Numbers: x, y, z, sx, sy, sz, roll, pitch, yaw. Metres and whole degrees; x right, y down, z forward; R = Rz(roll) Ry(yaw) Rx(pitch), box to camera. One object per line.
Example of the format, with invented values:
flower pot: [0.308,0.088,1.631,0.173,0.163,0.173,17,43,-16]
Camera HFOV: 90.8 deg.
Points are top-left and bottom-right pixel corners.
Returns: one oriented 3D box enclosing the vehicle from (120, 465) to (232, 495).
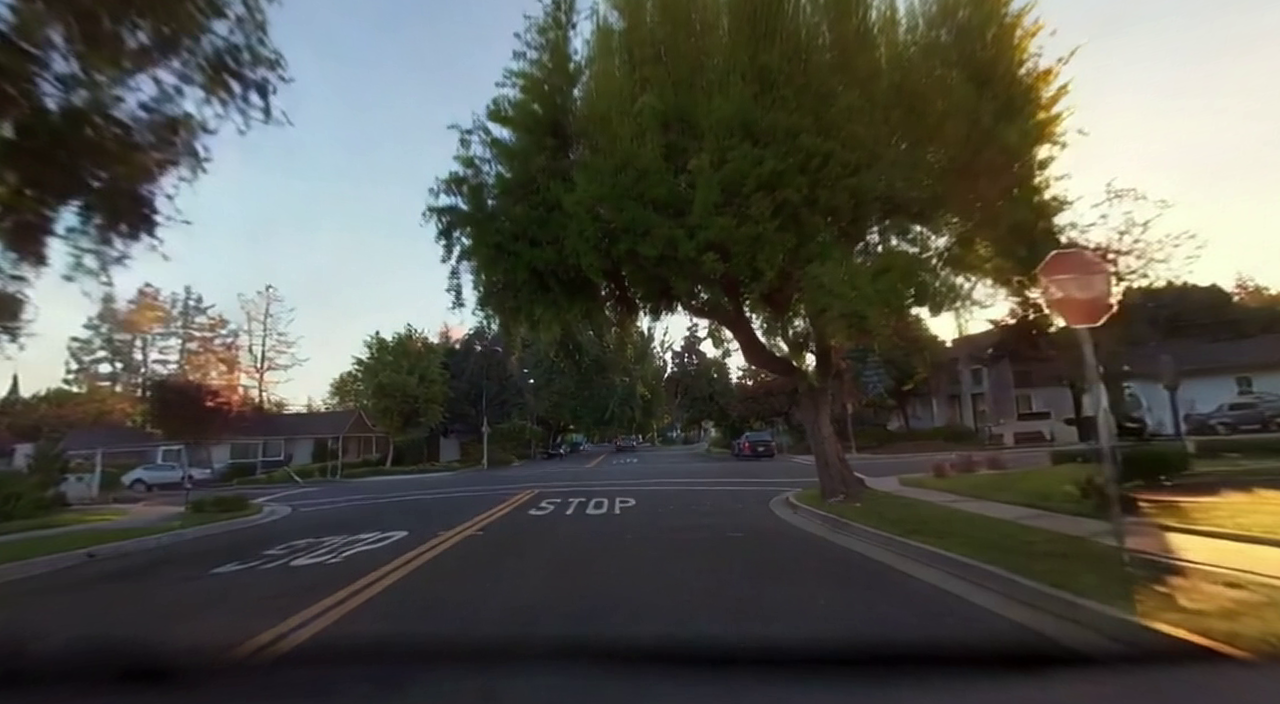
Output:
vehicle: [-24.503,6.744,33.469,4.380,1.462,1.864,0,-9,-1]

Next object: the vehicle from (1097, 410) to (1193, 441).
vehicle: [29.106,4.310,36.640,1.846,1.452,4.499,-1,-10,1]
